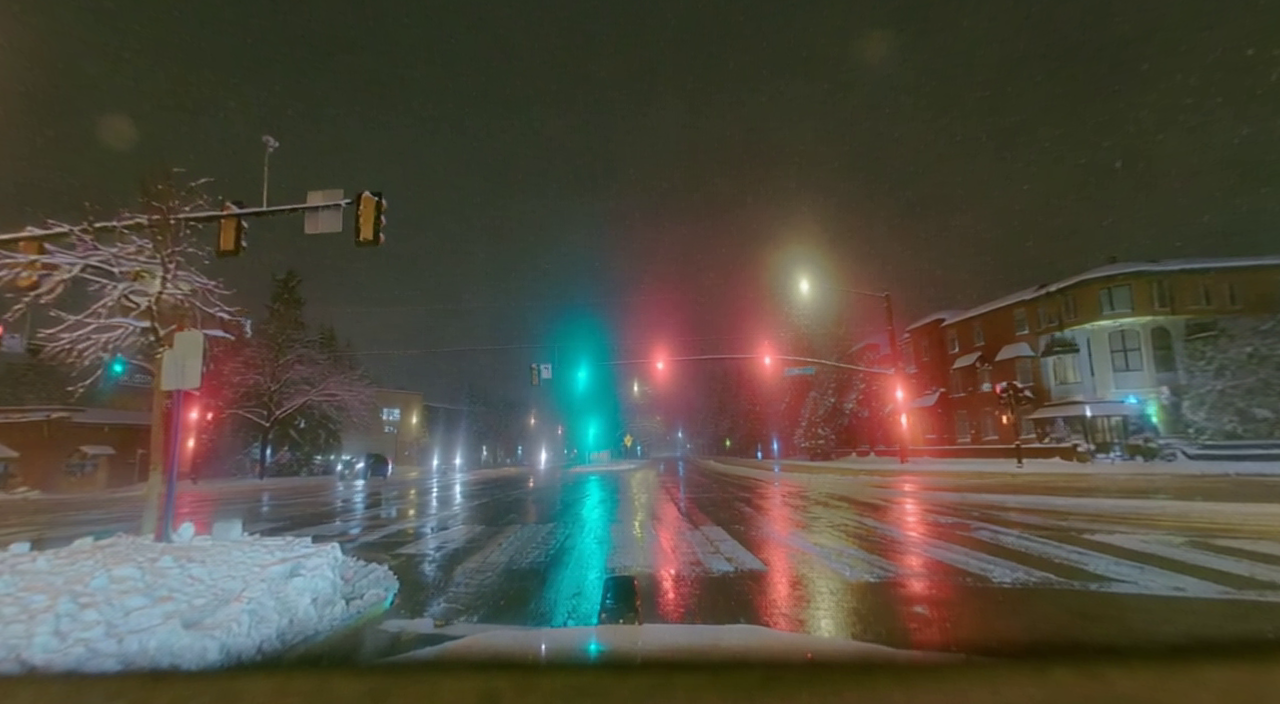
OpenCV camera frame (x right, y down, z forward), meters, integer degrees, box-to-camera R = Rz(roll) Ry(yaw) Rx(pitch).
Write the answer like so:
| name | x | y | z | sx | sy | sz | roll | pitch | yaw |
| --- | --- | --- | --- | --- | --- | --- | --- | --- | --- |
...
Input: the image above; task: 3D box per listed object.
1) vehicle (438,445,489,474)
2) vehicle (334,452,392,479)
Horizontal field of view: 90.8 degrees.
| name | x | y | z | sx | sy | sz | roll | pitch | yaw |
| --- | --- | --- | --- | --- | --- | --- | --- | --- | --- |
| vehicle | -12.194 | 7.427 | 43.926 | 2.151 | 1.847 | 4.634 | 0 | -9 | 1 |
| vehicle | -18.867 | 7.739 | 43.214 | 1.933 | 1.664 | 4.255 | 0 | -9 | 1 |
